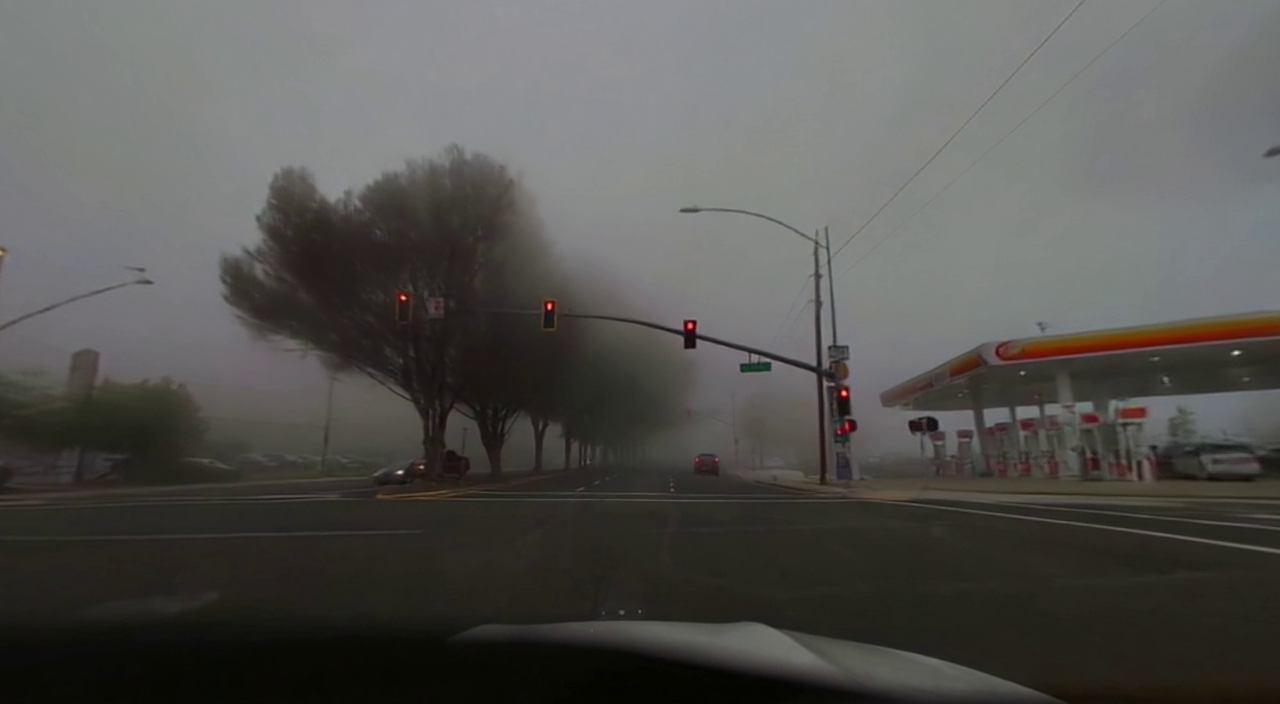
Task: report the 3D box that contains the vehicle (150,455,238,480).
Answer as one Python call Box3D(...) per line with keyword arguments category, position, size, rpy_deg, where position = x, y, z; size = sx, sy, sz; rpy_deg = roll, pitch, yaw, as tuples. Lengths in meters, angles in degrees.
Box3D(category="vehicle", position=(-32.139, 8.303, 45.619), size=(4.820, 1.694, 2.101), rpy_deg=(-1, -9, 5))

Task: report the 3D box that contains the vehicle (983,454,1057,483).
Box3D(category="vehicle", position=(20.185, 6.201, 33.475), size=(4.553, 1.371, 2.019), rpy_deg=(10, -16, -42))

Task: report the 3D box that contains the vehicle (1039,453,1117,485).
Box3D(category="vehicle", position=(22.004, 5.827, 31.655), size=(4.329, 1.461, 1.873), rpy_deg=(7, -11, -38))

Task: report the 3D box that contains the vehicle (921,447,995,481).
Box3D(category="vehicle", position=(17.867, 6.247, 35.407), size=(4.601, 1.766, 2.015), rpy_deg=(8, -14, -42))

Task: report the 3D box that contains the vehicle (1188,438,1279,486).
Box3D(category="vehicle", position=(25.379, 4.632, 26.894), size=(4.799, 1.850, 2.174), rpy_deg=(8, -12, -39))

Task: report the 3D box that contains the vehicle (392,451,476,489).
Box3D(category="vehicle", position=(-9.054, 5.205, 28.233), size=(2.023, 1.498, 4.605), rpy_deg=(0, -9, 3))

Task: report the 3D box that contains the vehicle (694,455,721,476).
Box3D(category="vehicle", position=(5.177, 8.746, 48.821), size=(1.908, 1.492, 3.977), rpy_deg=(0, -9, 3))

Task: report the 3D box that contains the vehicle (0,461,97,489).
Box3D(category="vehicle", position=(-32.646, 6.714, 34.559), size=(4.026, 1.453, 1.898), rpy_deg=(0, -9, 1))

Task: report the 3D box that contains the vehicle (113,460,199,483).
Box3D(category="vehicle", position=(-32.568, 8.036, 42.568), size=(4.233, 1.434, 1.961), rpy_deg=(0, -9, 4))

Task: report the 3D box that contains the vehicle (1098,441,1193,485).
Box3D(category="vehicle", position=(23.395, 5.090, 29.162), size=(4.920, 1.864, 2.027), rpy_deg=(7, -11, -36))
